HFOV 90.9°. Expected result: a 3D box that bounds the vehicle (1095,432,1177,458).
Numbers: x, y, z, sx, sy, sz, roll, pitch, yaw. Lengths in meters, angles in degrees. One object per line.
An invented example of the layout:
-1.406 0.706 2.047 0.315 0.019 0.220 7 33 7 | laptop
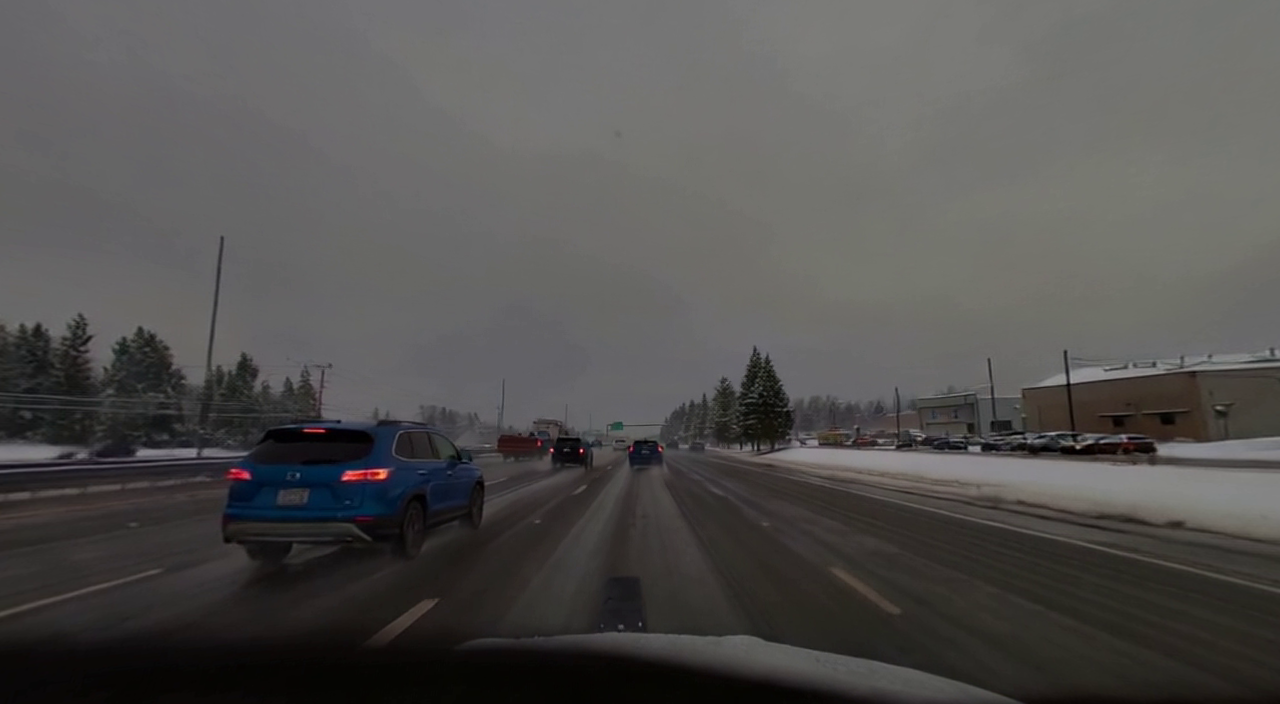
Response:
30.036 5.671 38.329 1.743 1.467 4.058 0 -8 2 | vehicle

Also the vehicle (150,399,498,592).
-3.306 1.595 7.868 1.961 1.687 4.453 0 -8 1 | vehicle

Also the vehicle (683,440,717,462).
4.332 7.201 46.102 1.980 1.492 4.442 0 -8 -1 | vehicle

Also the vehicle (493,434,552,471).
-6.160 5.342 33.809 2.125 1.804 4.864 0 -8 1 | vehicle

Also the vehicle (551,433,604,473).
-2.877 4.777 29.985 2.007 1.730 4.412 0 -8 1 | vehicle

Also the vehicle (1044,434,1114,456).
30.082 6.384 43.365 1.749 1.454 4.210 0 -8 0 | vehicle

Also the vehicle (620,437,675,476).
0.292 4.337 26.334 2.090 1.474 3.970 0 -8 0 | vehicle
